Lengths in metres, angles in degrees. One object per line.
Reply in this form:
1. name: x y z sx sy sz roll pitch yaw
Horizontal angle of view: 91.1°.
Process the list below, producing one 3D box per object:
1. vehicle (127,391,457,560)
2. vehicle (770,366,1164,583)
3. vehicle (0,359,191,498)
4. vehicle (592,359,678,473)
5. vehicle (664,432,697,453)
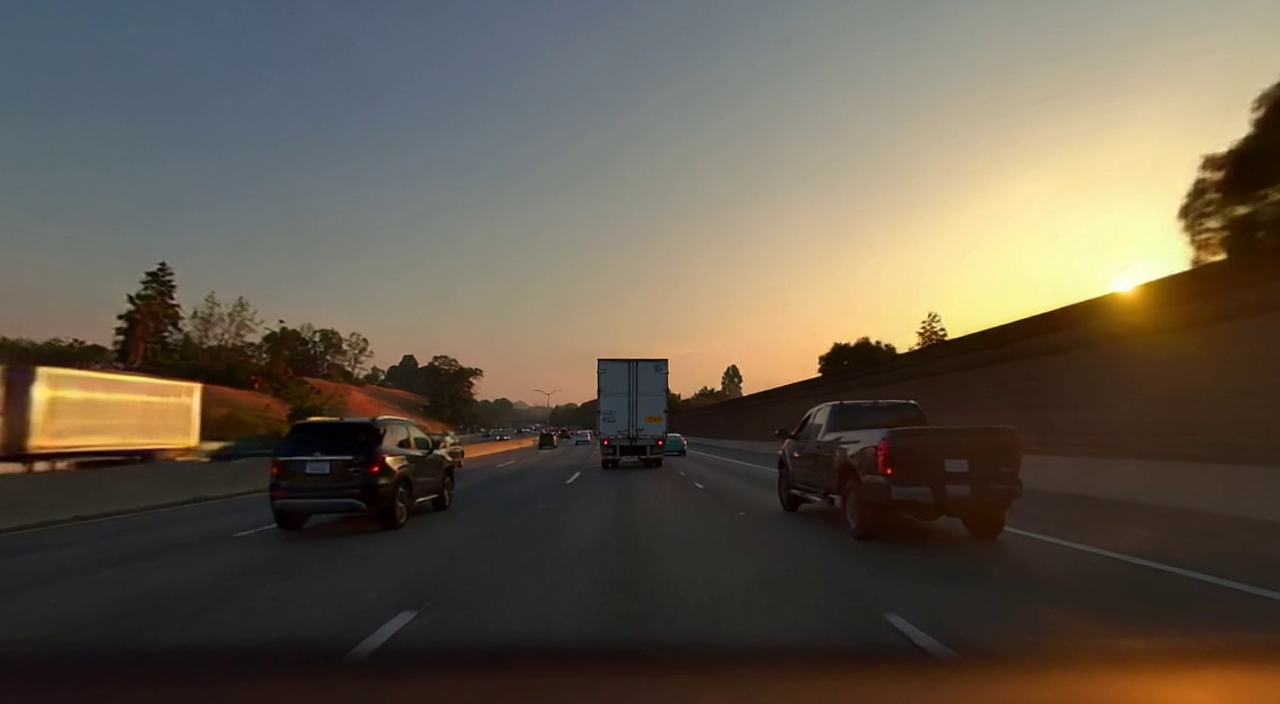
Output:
1. vehicle: -4.282 1.585 8.825 2.134 1.752 4.375 0 -8 -1
2. vehicle: 3.310 1.363 7.871 2.118 1.832 4.901 0 -8 -3
3. vehicle: -19.992 2.584 20.903 2.974 3.945 9.859 0 -8 -1
4. vehicle: -0.503 2.881 26.790 2.904 3.915 10.473 0 -8 -4
5. vehicle: 3.121 7.121 49.616 2.044 1.508 4.716 0 -8 -3
